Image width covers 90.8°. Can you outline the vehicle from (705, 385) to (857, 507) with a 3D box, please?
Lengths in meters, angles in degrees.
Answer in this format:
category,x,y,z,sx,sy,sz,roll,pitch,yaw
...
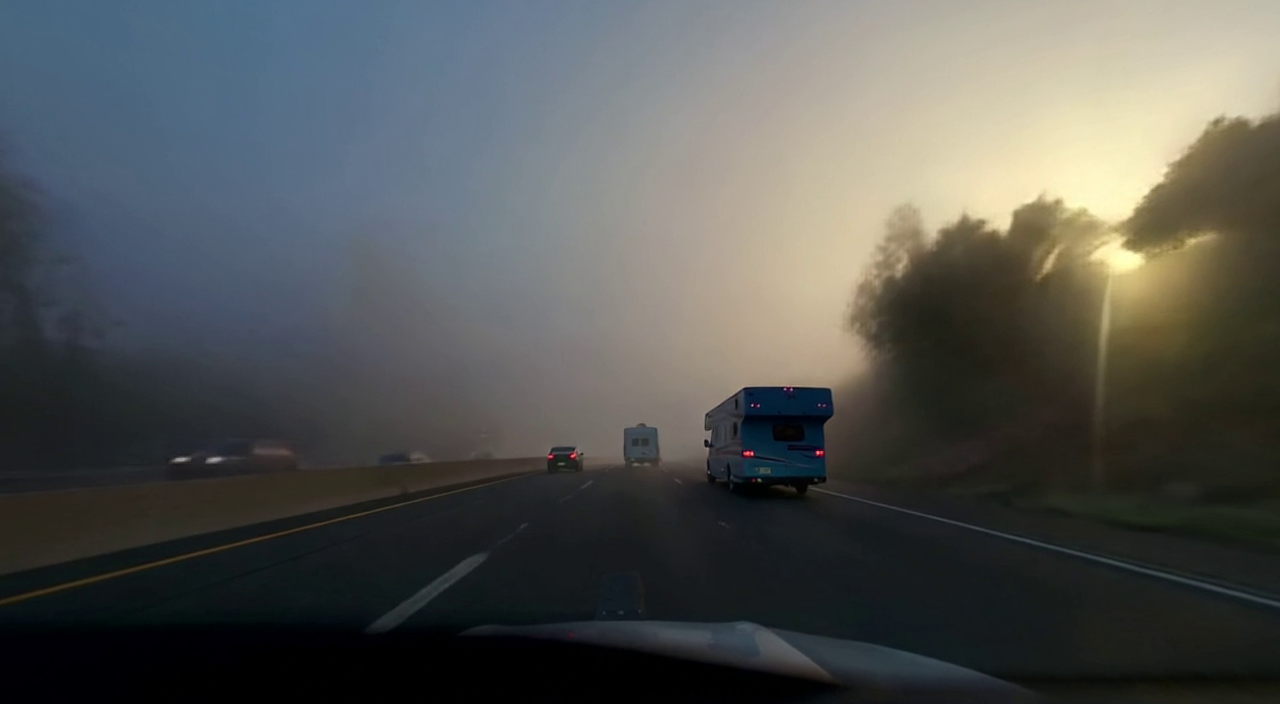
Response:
category,x,y,z,sx,sy,sz,roll,pitch,yaw
vehicle,3.755,2.808,18.810,2.607,2.910,7.252,0,-9,-2

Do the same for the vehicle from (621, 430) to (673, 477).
category,x,y,z,sx,sy,sz,roll,pitch,yaw
vehicle,0.326,5.358,33.453,2.524,2.310,4.986,0,-9,0

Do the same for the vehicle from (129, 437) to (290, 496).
category,x,y,z,sx,sy,sz,roll,pitch,yaw
vehicle,-15.519,4.139,23.245,2.224,1.907,5.189,0,-9,0

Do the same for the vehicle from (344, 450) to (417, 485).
category,x,y,z,sx,sy,sz,roll,pitch,yaw
vehicle,-11.467,5.083,28.104,1.716,1.422,3.528,0,-9,0

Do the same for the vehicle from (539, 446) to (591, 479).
category,x,y,z,sx,sy,sz,roll,pitch,yaw
vehicle,-3.704,5.564,31.991,1.959,1.502,4.559,0,-9,1
